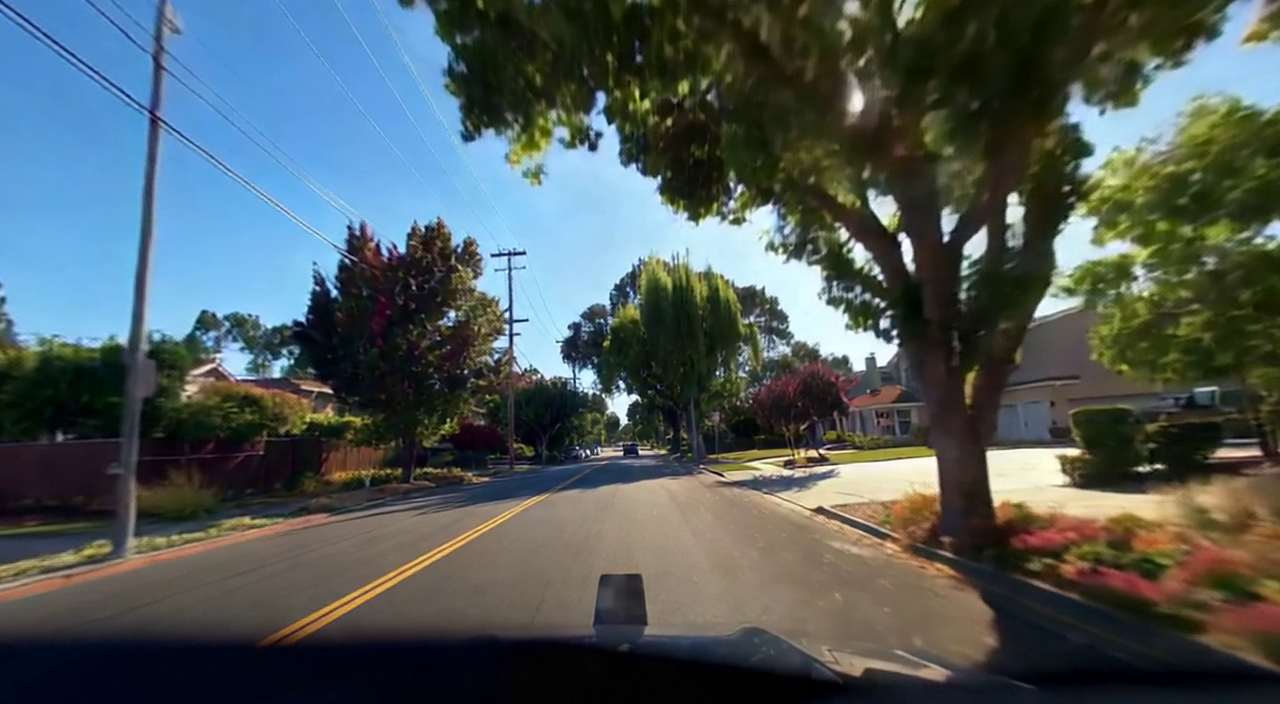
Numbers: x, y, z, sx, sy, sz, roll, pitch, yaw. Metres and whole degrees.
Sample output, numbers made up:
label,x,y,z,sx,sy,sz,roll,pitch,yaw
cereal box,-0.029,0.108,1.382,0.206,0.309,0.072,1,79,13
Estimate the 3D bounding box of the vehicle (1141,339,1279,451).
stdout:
label,x,y,z,sx,sy,sz,roll,pitch,yaw
vehicle,21.436,1.614,21.807,2.918,3.393,7.033,-3,-9,7
